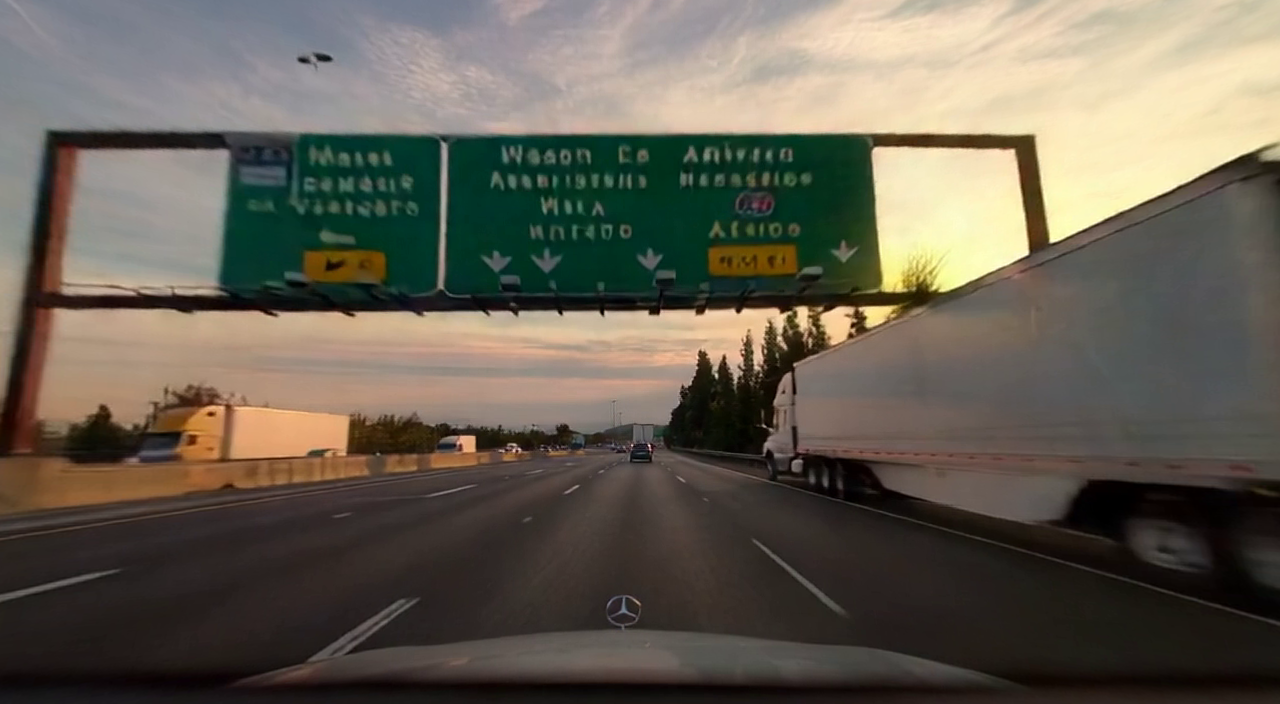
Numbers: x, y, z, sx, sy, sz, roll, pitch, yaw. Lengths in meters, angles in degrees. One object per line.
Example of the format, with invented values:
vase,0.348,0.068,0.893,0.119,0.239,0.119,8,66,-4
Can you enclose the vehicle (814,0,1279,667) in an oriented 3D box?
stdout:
vehicle,5.210,0.148,6.136,2.893,4.114,14.332,0,-9,0

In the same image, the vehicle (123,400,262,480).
vehicle,-24.148,4.868,34.543,3.013,3.958,5.954,0,-9,1

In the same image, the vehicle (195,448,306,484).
vehicle,-17.205,5.034,28.214,1.932,1.468,4.590,0,-9,2

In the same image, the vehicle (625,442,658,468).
vehicle,0.072,6.463,39.639,1.972,1.492,3.697,0,-9,0
